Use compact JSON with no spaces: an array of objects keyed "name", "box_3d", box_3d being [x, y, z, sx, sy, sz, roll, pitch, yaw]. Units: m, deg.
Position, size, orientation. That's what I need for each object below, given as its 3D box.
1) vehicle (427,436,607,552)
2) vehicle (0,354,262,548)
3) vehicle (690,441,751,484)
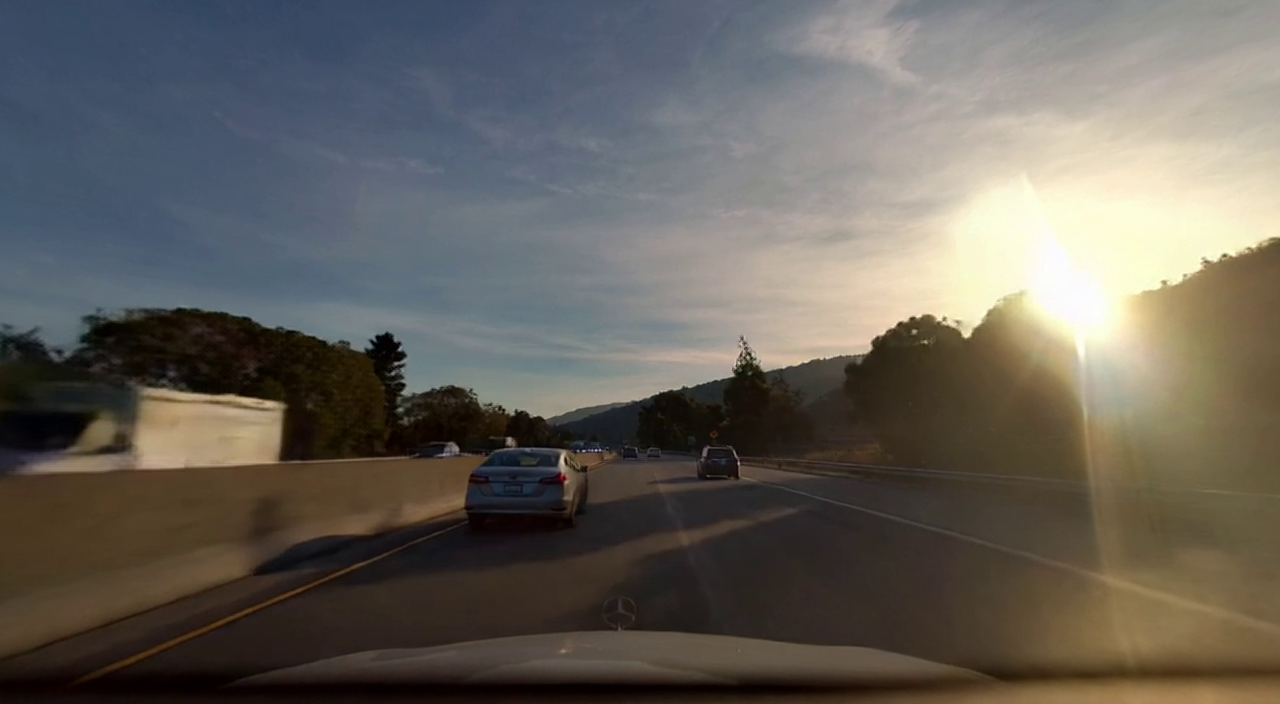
[{"name":"vehicle","box_3d":[-1.704,2.170,10.260,2.013,1.479,4.169,-1,-9,1]},{"name":"vehicle","box_3d":[-10.013,1.733,11.002,2.353,2.659,6.887,0,-9,1]},{"name":"vehicle","box_3d":[3.057,4.292,24.573,1.910,1.554,3.718,0,-9,0]}]
